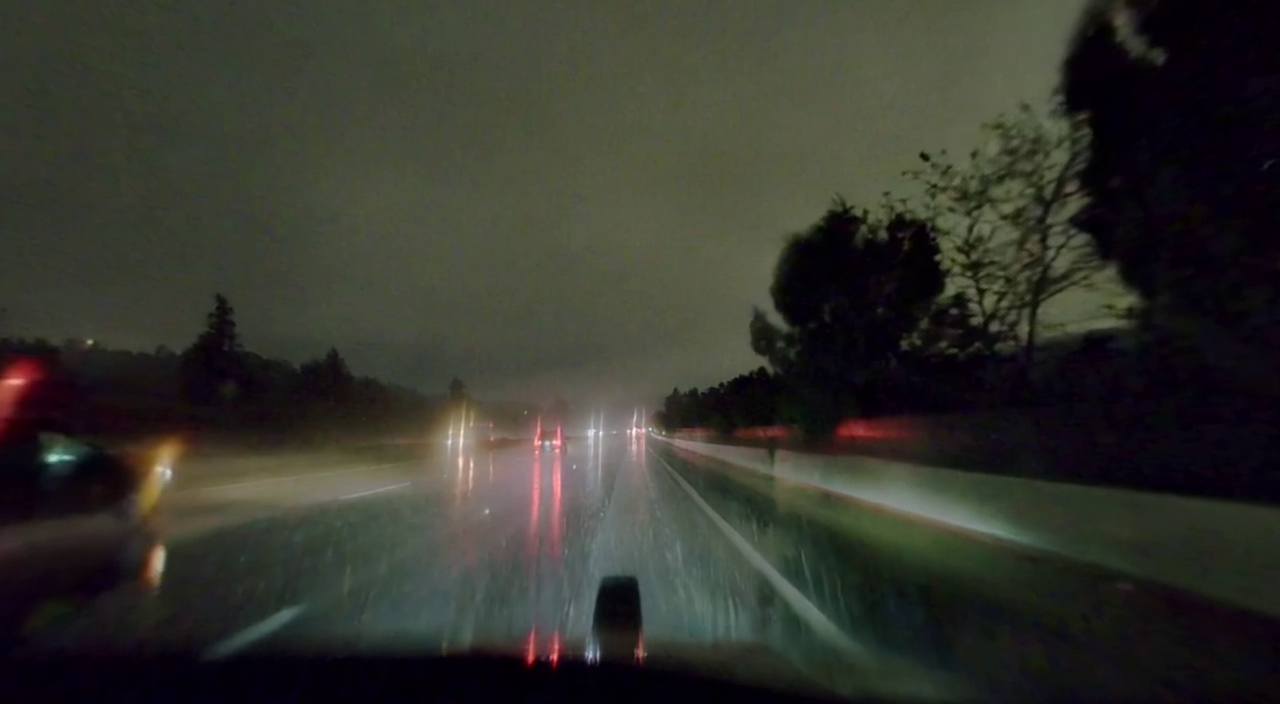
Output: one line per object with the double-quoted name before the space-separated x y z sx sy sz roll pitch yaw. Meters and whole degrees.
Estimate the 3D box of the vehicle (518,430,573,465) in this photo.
"vehicle" -4.552 4.654 30.935 2.064 1.571 4.225 0 -8 0

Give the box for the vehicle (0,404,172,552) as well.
"vehicle" -8.200 1.445 7.331 2.113 1.632 4.409 0 -8 -1
